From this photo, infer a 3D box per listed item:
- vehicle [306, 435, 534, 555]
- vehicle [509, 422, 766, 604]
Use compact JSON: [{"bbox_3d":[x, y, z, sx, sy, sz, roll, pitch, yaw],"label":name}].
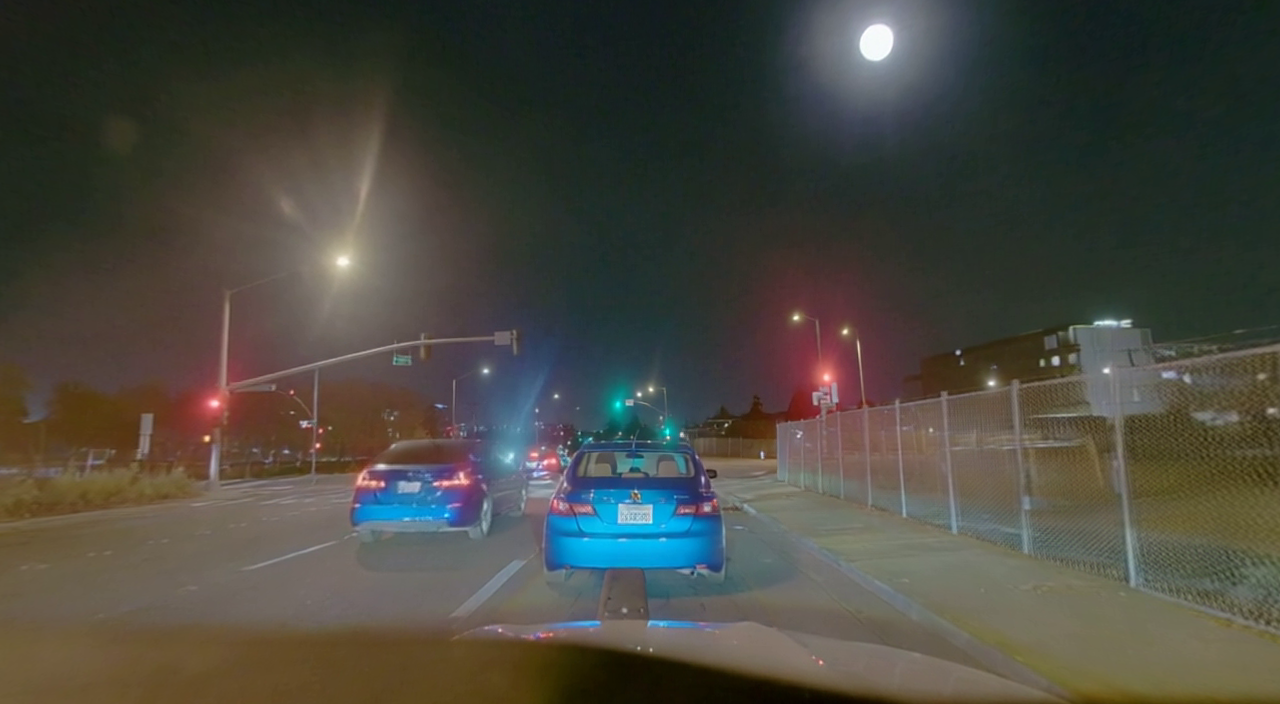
[{"bbox_3d":[-3.155,2.144,10.219,1.971,1.488,4.581,0,-9,1],"label":"vehicle"},{"bbox_3d":[-0.031,1.658,7.362,2.144,1.514,4.063,0,-9,0],"label":"vehicle"}]
